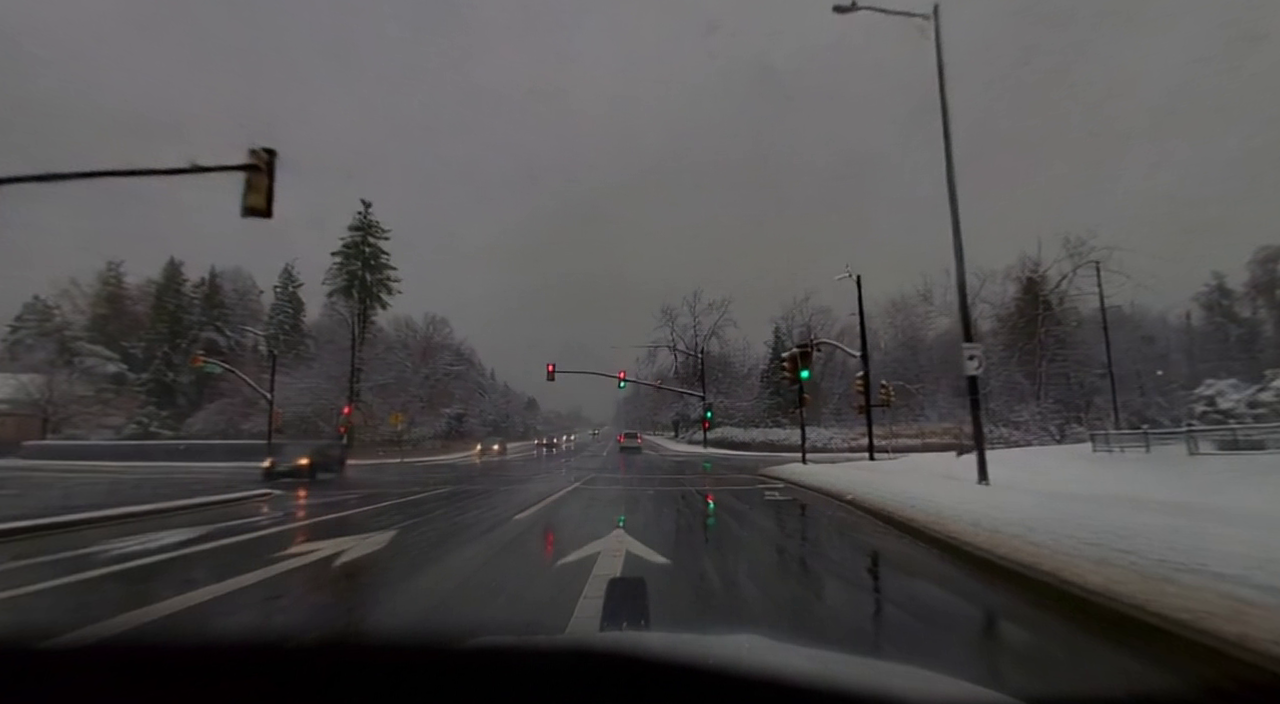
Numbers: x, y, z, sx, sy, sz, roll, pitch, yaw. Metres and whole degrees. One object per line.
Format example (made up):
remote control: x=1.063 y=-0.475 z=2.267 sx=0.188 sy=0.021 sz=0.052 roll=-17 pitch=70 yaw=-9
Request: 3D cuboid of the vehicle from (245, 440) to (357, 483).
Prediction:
vehicle: x=-13.105 y=4.232 z=24.724 sx=1.969 sy=1.500 sz=4.417 roll=0 pitch=-8 yaw=-1
